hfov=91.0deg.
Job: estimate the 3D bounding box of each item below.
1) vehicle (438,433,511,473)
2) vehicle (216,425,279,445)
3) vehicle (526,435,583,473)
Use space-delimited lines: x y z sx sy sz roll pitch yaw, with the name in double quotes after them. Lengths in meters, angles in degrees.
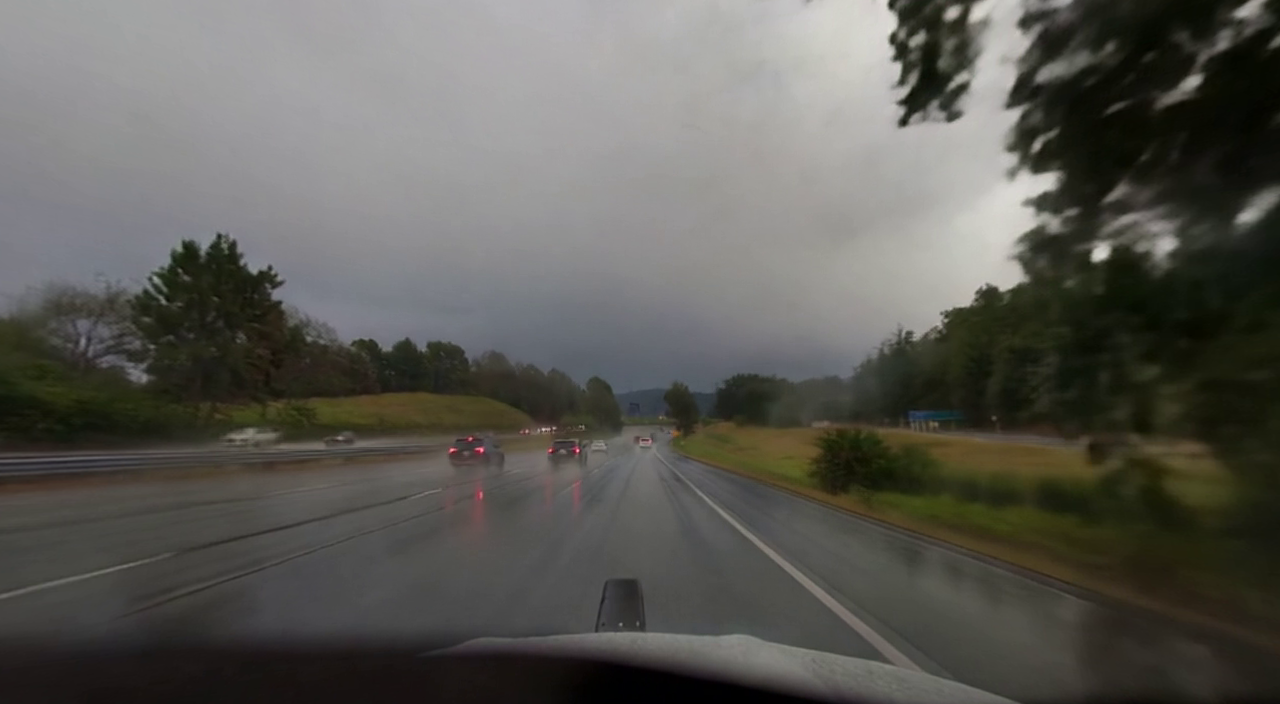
-7.603 4.717 29.478 2.108 1.686 4.556 0 -8 1 "vehicle"
-30.027 6.414 48.342 2.019 1.484 4.332 0 -8 1 "vehicle"
-4.039 4.898 30.544 2.035 1.673 4.469 0 -8 2 "vehicle"
